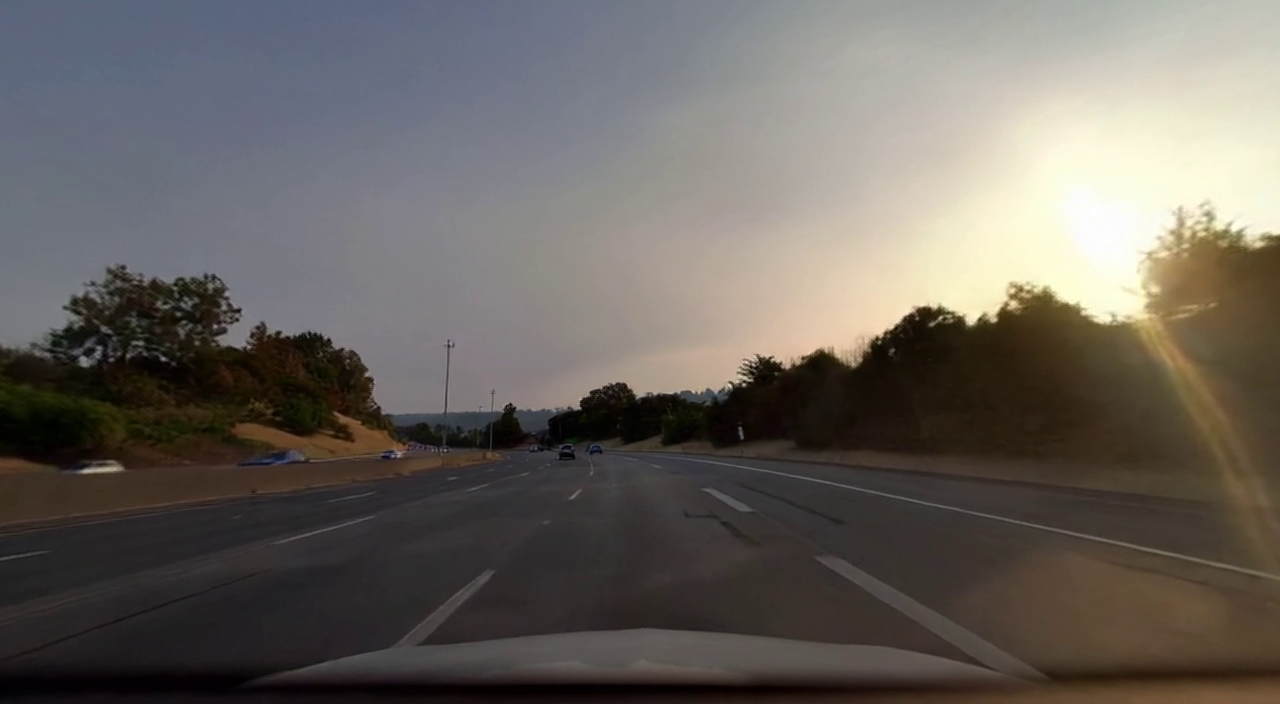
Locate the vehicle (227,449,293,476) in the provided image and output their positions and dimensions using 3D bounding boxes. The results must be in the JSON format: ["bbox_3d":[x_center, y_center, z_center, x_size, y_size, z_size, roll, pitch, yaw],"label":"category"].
[{"bbox_3d":[-27.083,7.866,45.154,1.993,1.712,4.889,0,-8,-4],"label":"vehicle"}]
